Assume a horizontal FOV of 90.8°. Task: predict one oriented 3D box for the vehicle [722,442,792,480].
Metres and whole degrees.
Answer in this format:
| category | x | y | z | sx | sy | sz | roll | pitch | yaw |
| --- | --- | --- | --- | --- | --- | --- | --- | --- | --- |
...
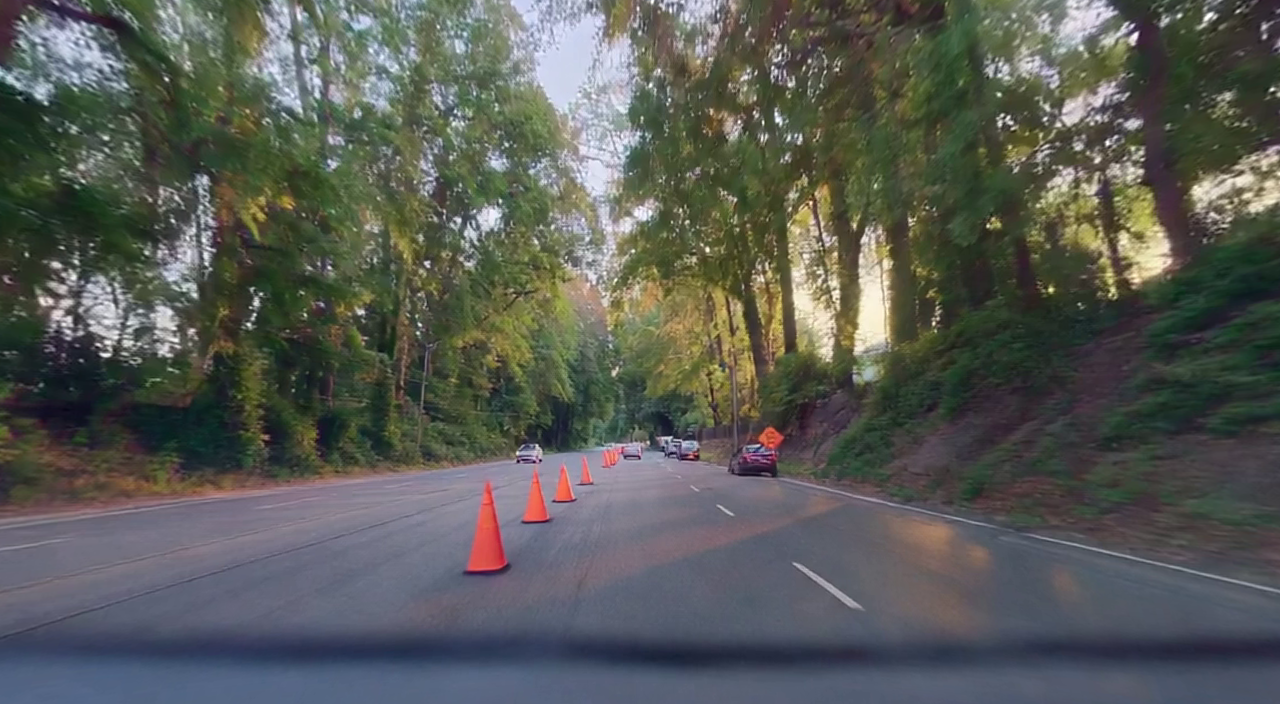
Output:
| category | x | y | z | sx | sy | sz | roll | pitch | yaw |
| --- | --- | --- | --- | --- | --- | --- | --- | --- | --- |
| vehicle | 5.564 | 5.251 | 30.796 | 2.324 | 1.655 | 5.738 | 0 | -8 | 0 |
